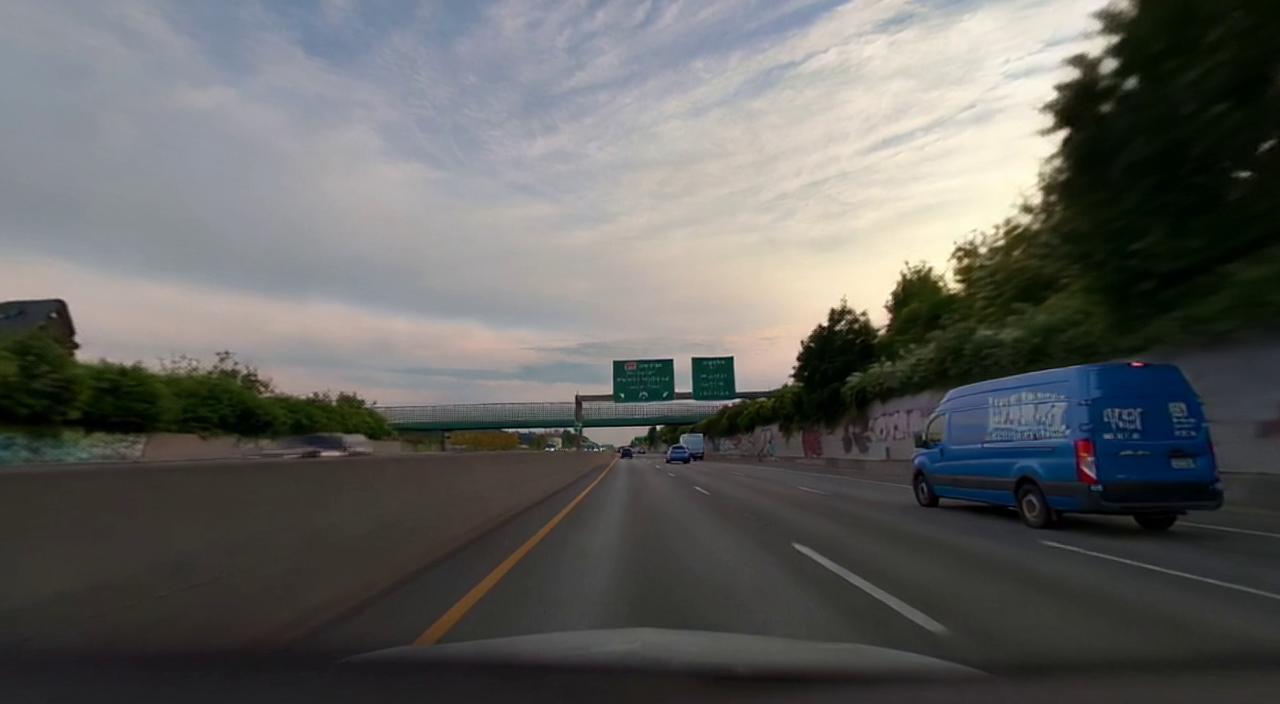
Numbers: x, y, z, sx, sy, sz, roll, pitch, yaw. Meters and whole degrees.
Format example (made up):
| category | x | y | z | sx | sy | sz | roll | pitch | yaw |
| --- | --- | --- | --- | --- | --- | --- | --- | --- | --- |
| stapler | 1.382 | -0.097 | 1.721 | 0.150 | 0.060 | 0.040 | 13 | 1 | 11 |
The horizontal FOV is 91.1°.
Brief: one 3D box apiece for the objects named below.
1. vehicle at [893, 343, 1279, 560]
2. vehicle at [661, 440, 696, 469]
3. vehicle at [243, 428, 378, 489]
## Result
| category | x | y | z | sx | sy | sz | roll | pitch | yaw |
| --- | --- | --- | --- | --- | --- | --- | --- | --- | --- |
| vehicle | 6.692 | 1.619 | 10.560 | 2.283 | 2.631 | 5.719 | 0 | -9 | -2 |
| vehicle | 2.707 | 7.382 | 45.437 | 2.007 | 1.943 | 5.010 | 0 | -9 | -3 |
| vehicle | -11.962 | 3.914 | 23.368 | 2.180 | 1.988 | 5.316 | 0 | -9 | -1 |
